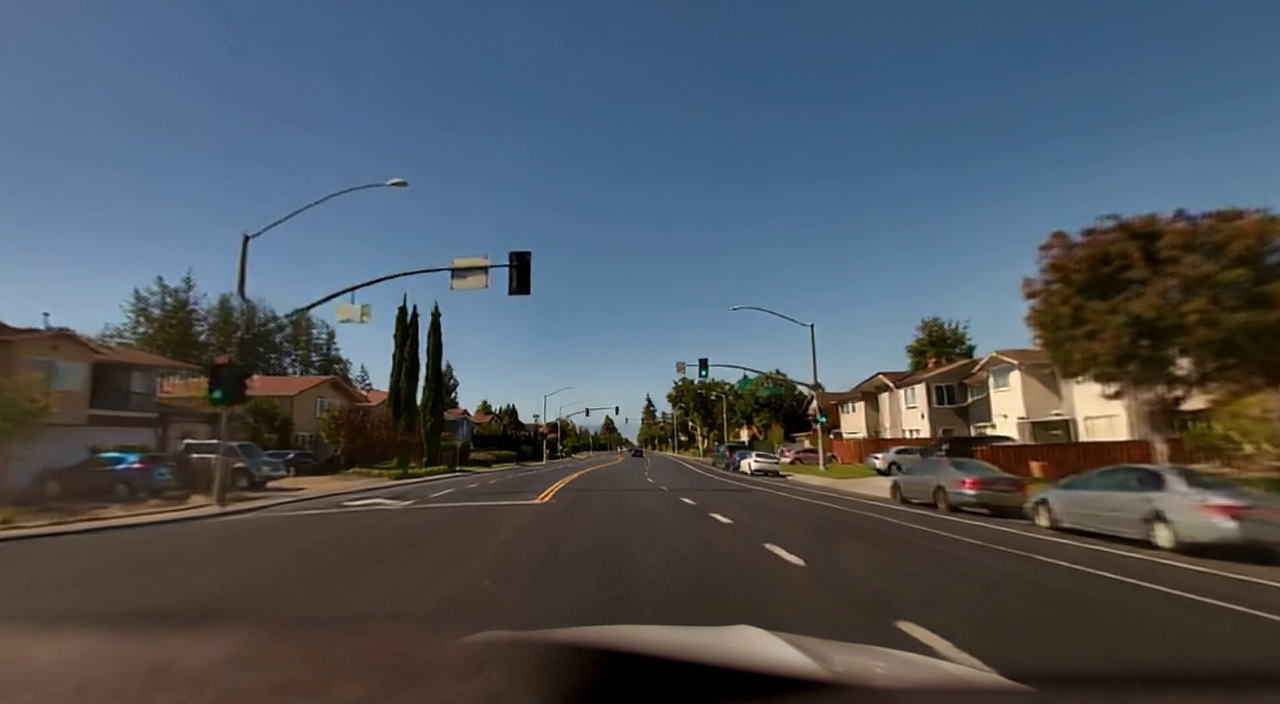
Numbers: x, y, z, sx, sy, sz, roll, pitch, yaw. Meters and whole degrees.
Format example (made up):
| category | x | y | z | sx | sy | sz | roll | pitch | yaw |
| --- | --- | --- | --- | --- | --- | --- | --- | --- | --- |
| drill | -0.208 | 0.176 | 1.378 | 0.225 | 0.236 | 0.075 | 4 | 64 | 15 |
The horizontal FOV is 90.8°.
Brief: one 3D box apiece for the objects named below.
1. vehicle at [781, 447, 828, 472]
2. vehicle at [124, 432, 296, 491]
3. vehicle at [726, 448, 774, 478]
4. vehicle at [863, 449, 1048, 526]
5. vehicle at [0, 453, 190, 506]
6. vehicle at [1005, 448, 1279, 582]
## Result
| category | x | y | z | sx | sy | sz | roll | pitch | yaw |
| --- | --- | --- | --- | --- | --- | --- | --- | --- | --- |
| vehicle | 10.618 | 6.977 | 41.120 | 1.925 | 1.490 | 4.475 | -1 | -9 | 1 |
| vehicle | -17.766 | 4.558 | 26.379 | 5.096 | 2.070 | 2.687 | 2 | -9 | 2 |
| vehicle | 6.711 | 6.794 | 39.057 | 2.064 | 1.498 | 4.877 | 6 | -8 | 1 |
| vehicle | 7.570 | 3.245 | 15.854 | 1.934 | 1.504 | 4.928 | 4 | -9 | -3 |
| vehicle | -17.695 | 4.106 | 20.545 | 4.598 | 1.445 | 1.973 | -2 | -9 | 0 |
| vehicle | 7.978 | 2.252 | 9.665 | 1.951 | 1.528 | 4.366 | 1 | -9 | -4 |
